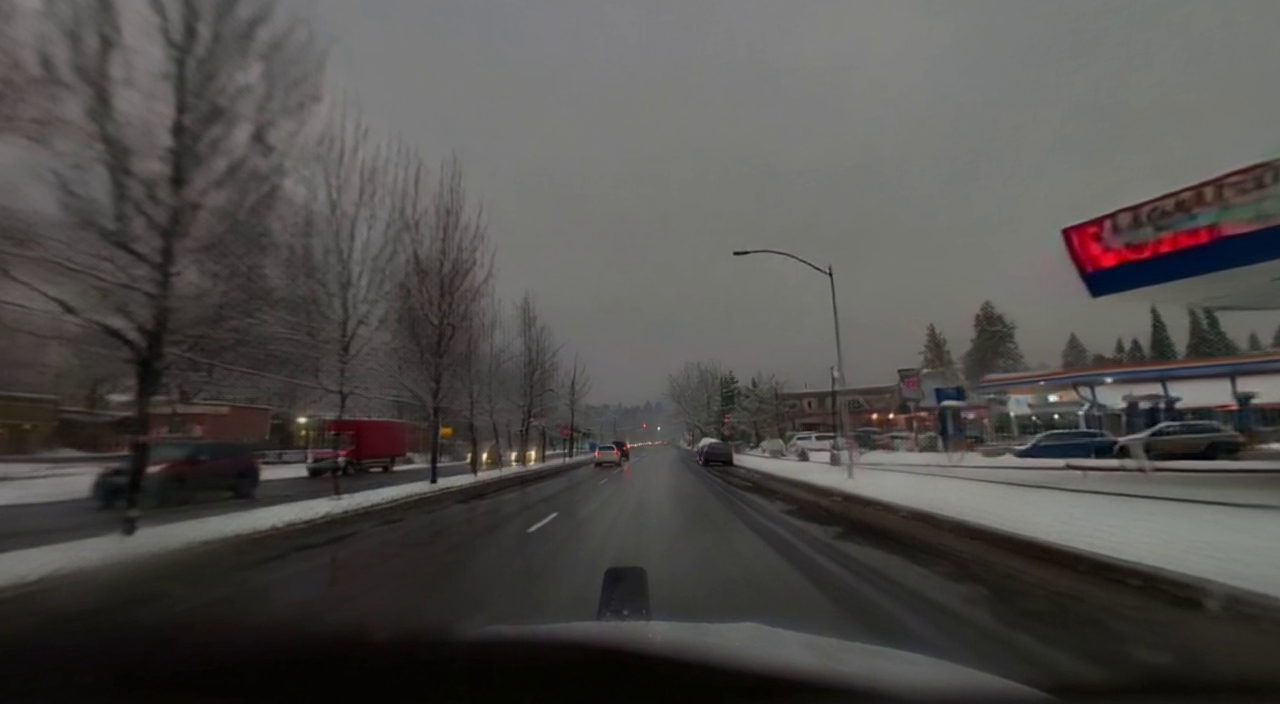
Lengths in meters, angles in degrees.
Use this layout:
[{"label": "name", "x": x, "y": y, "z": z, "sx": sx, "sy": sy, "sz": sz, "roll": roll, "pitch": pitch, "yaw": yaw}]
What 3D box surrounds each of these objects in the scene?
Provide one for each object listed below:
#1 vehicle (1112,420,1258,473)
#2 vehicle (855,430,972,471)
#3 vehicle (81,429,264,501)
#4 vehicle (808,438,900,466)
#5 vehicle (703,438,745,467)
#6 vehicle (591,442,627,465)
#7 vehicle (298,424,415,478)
[{"label": "vehicle", "x": 21.345, "y": 3.767, "z": 24.994, "sx": 2.060, "sy": 1.865, "sz": 4.542, "roll": -1, "pitch": -9, "yaw": 7}, {"label": "vehicle", "x": 12.509, "y": 4.532, "z": 29.039, "sx": 4.454, "sy": 1.776, "sz": 1.891, "roll": 0, "pitch": -9, "yaw": 1}, {"label": "vehicle", "x": -14.564, "y": 3.533, "z": 20.096, "sx": 2.060, "sy": 2.017, "sz": 4.660, "roll": -1, "pitch": -9, "yaw": 2}, {"label": "vehicle", "x": 11.695, "y": 5.493, "z": 34.661, "sx": 4.328, "sy": 1.455, "sz": 1.884, "roll": 0, "pitch": -9, "yaw": 2}, {"label": "vehicle", "x": 5.289, "y": 6.404, "z": 40.201, "sx": 2.179, "sy": 1.709, "sz": 4.512, "roll": 0, "pitch": -9, "yaw": 2}, {"label": "vehicle", "x": -1.945, "y": 6.582, "z": 40.869, "sx": 1.959, "sy": 1.406, "sz": 4.272, "roll": 0, "pitch": -9, "yaw": 2}, {"label": "vehicle", "x": -18.227, "y": 6.475, "z": 41.512, "sx": 2.953, "sy": 3.076, "sz": 9.336, "roll": -1, "pitch": -9, "yaw": 3}]
